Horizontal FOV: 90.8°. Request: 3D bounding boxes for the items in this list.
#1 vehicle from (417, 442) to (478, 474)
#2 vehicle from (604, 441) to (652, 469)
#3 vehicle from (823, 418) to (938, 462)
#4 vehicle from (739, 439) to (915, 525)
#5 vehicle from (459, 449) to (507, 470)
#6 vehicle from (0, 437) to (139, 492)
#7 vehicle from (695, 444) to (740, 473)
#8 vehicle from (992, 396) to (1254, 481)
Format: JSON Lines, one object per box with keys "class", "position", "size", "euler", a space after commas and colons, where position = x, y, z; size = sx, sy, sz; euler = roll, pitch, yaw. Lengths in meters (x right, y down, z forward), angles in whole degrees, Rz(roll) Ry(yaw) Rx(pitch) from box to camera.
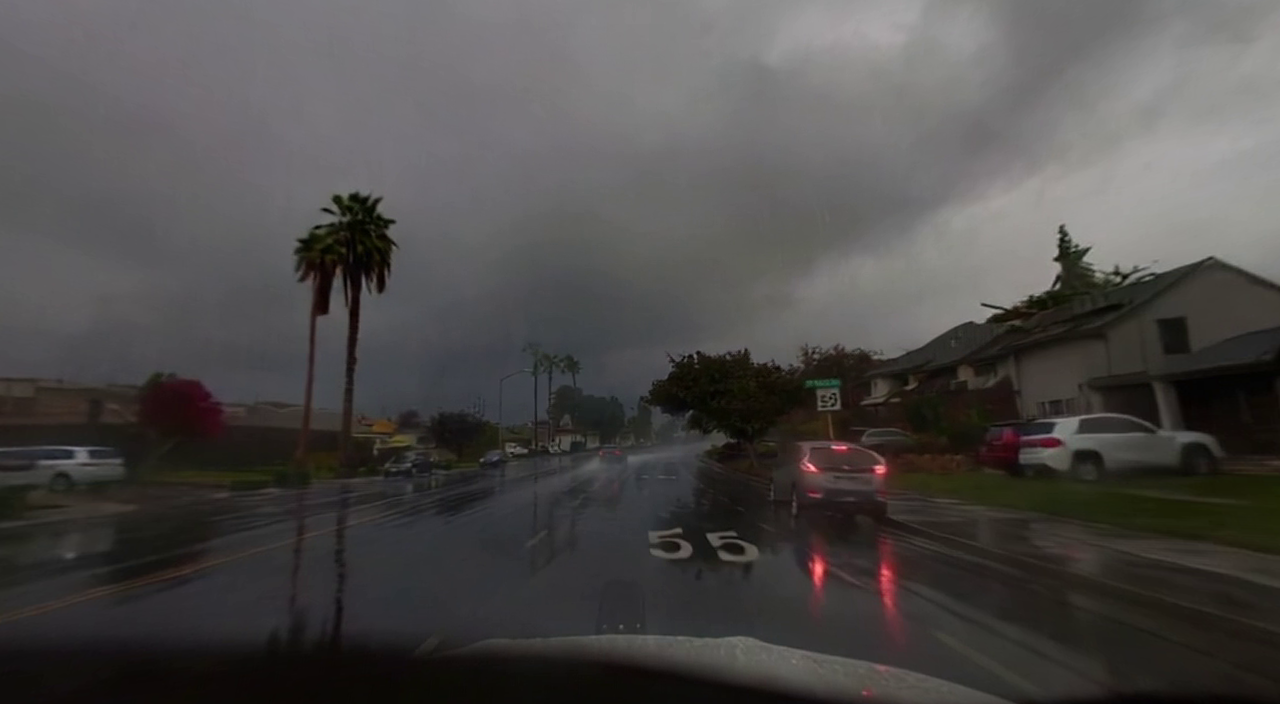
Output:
{"class": "vehicle", "position": [-12.692, 7.036, 41.950], "size": [2.131, 1.902, 4.924], "euler": [-3, -9, 5]}
{"class": "vehicle", "position": [-0.588, 5.810, 35.769], "size": [2.035, 1.474, 4.284], "euler": [-1, -9, 8]}
{"class": "vehicle", "position": [13.424, 4.978, 35.385], "size": [5.550, 2.066, 2.288], "euler": [-8, -11, 29]}
{"class": "vehicle", "position": [3.622, 2.617, 13.390], "size": [2.025, 1.456, 4.865], "euler": [1, -9, -3]}
{"class": "vehicle", "position": [-11.907, 8.176, 48.260], "size": [1.866, 1.501, 4.681], "euler": [-1, -9, 8]}
{"class": "vehicle", "position": [-21.667, 4.174, 23.631], "size": [4.072, 1.928, 1.992], "euler": [0, -9, 2]}
{"class": "vehicle", "position": [4.081, 5.696, 33.938], "size": [2.037, 1.425, 4.621], "euler": [0, -9, 3]}
{"class": "vehicle", "position": [11.918, 2.215, 15.952], "size": [4.710, 1.731, 1.972], "euler": [-4, -10, 6]}
